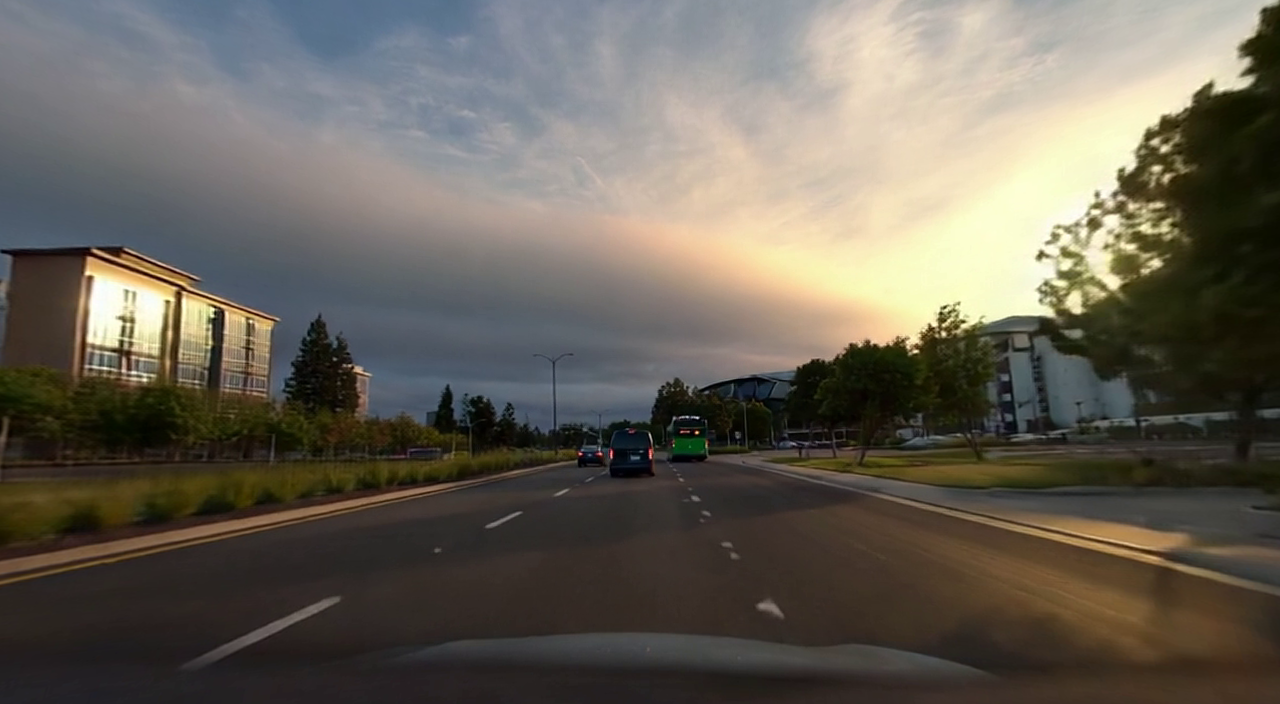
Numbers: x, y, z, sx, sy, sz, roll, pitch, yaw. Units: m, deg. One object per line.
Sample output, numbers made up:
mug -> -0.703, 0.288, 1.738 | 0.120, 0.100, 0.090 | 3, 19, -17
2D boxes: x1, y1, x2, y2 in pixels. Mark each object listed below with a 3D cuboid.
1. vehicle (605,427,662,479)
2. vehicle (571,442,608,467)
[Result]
vehicle -> -0.192, 4.573, 28.770 | 2.336, 2.122, 5.207 | -1, -9, 2
vehicle -> -3.498, 7.205, 44.537 | 2.109, 1.672, 4.256 | -1, -9, 2
